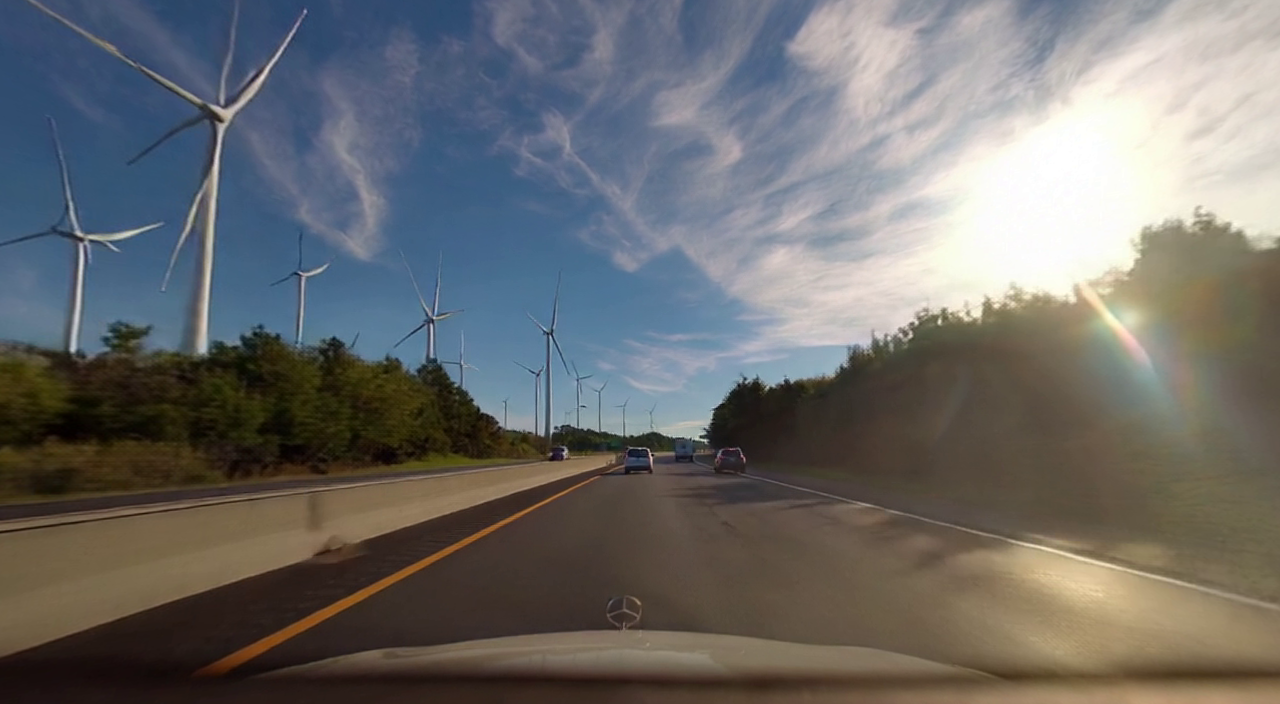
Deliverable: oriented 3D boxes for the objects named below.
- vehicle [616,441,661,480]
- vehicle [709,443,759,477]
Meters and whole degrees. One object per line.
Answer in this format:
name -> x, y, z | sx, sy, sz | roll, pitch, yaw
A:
vehicle -> -0.045, 5.194, 30.466 | 2.038, 1.723, 4.150 | 0, -9, 0
vehicle -> 5.047, 5.862, 34.434 | 2.040, 1.721, 4.507 | 0, -9, 1
